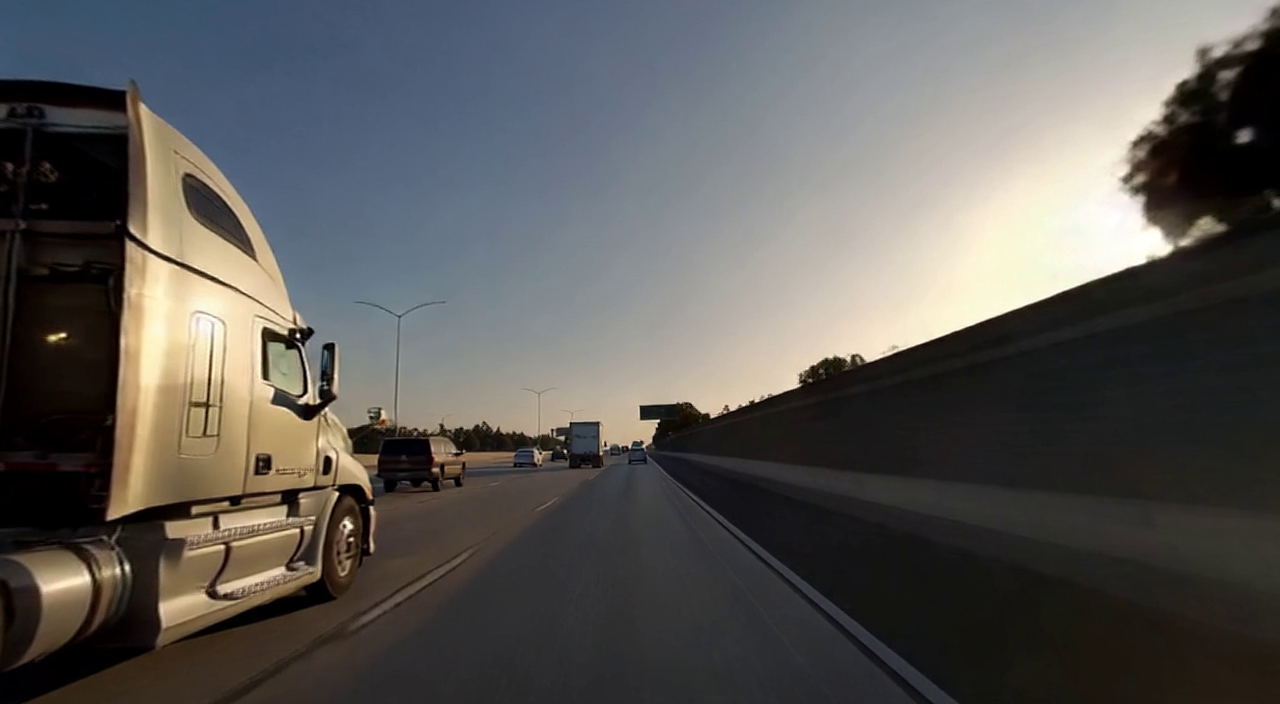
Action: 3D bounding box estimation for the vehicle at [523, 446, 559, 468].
[{"bbox_3d":[-7.302,7.796,46.963,1.962,1.489,4.002,-1,-9,1],"label":"vehicle"}]

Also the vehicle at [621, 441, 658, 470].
[{"bbox_3d":[-0.021,6.381,39.025,2.178,1.640,4.071,0,-9,0],"label":"vehicle"}]

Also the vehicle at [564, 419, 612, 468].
[{"bbox_3d":[-3.752,6.977,48.032,2.956,3.331,9.575,0,-9,-1],"label":"vehicle"}]

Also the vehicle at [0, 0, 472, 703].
[{"bbox_3d":[-3.746,0.342,3.279,3.025,3.266,9.256,-1,-9,1],"label":"vehicle"}]
